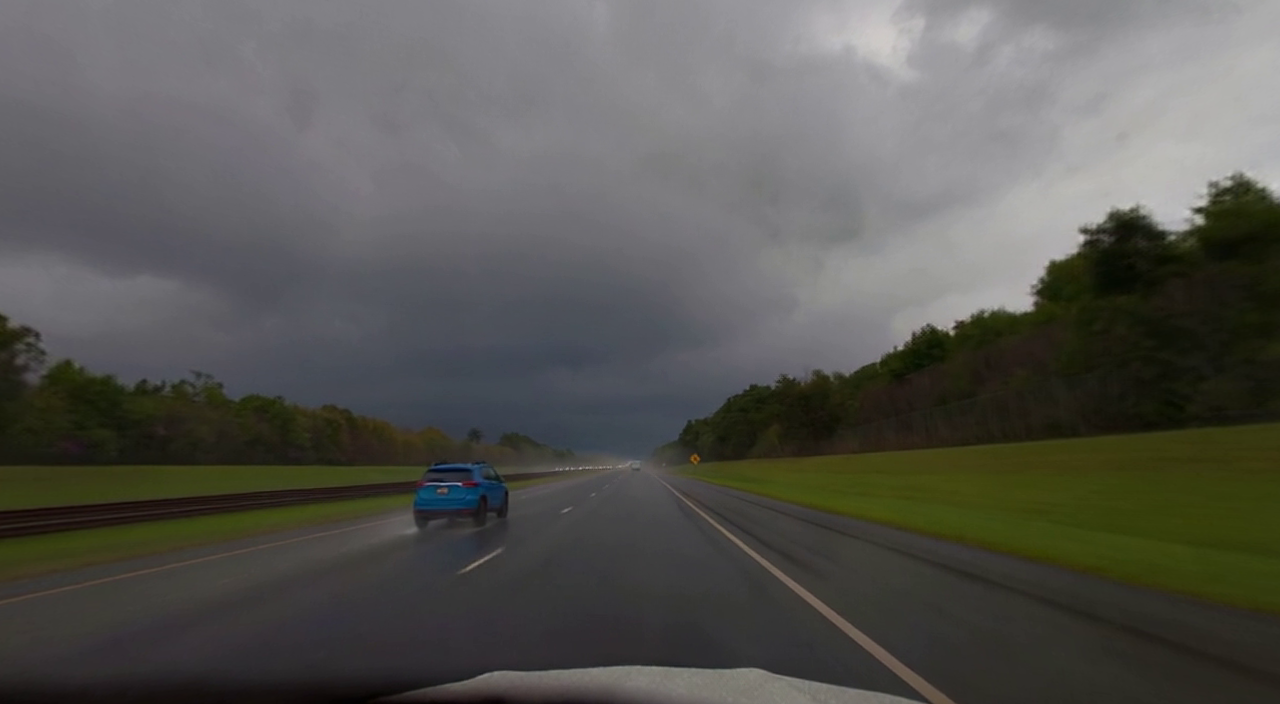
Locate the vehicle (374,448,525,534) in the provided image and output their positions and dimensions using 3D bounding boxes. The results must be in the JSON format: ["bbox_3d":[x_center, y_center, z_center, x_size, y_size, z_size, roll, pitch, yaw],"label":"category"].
[{"bbox_3d":[-4.087,3.095,14.501,1.928,1.593,4.871,1,-10,0],"label":"vehicle"}]
